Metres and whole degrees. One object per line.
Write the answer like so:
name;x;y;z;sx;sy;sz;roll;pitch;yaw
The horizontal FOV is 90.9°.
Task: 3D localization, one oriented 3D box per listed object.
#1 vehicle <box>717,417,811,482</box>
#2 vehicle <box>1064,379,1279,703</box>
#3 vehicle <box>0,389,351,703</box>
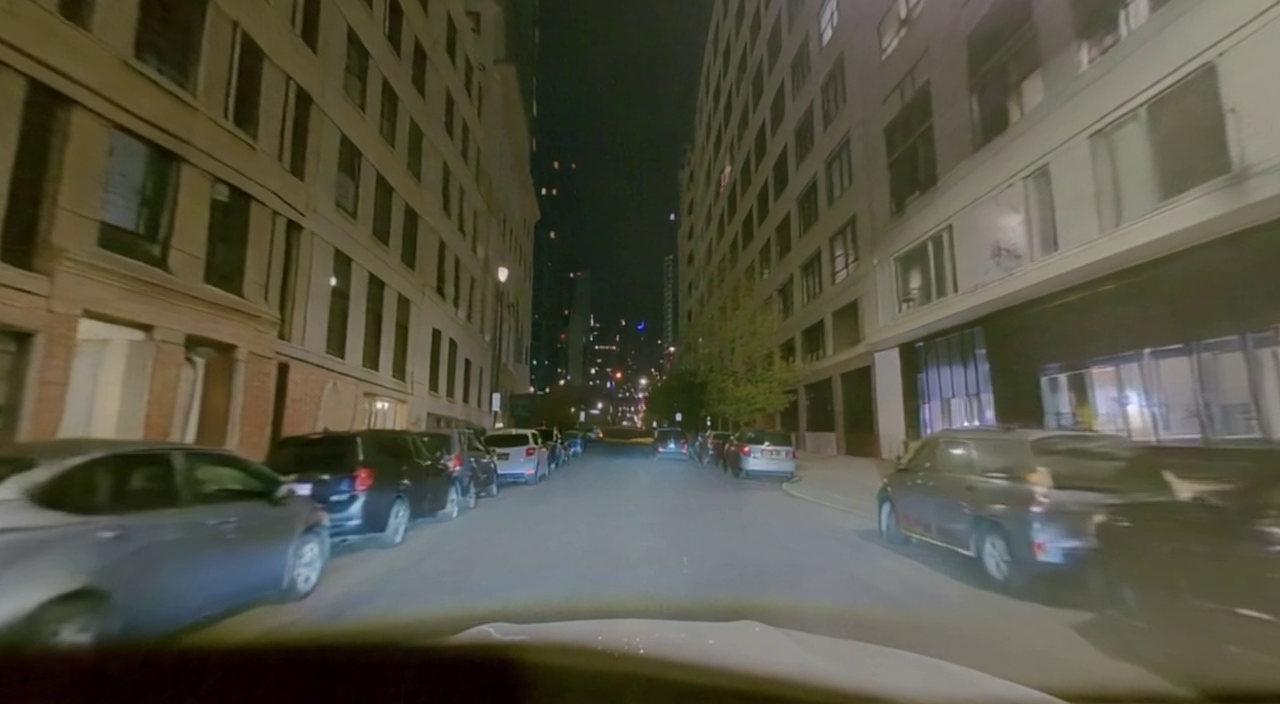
vehicle;3.737;3.020;19.877;1.879;1.802;4.574;0;-7;-2
vehicle;3.731;0.819;2.105;1.896;1.549;3.845;0;-7;-1
vehicle;-3.413;1.011;3.623;1.874;1.508;3.414;1;-3;0
